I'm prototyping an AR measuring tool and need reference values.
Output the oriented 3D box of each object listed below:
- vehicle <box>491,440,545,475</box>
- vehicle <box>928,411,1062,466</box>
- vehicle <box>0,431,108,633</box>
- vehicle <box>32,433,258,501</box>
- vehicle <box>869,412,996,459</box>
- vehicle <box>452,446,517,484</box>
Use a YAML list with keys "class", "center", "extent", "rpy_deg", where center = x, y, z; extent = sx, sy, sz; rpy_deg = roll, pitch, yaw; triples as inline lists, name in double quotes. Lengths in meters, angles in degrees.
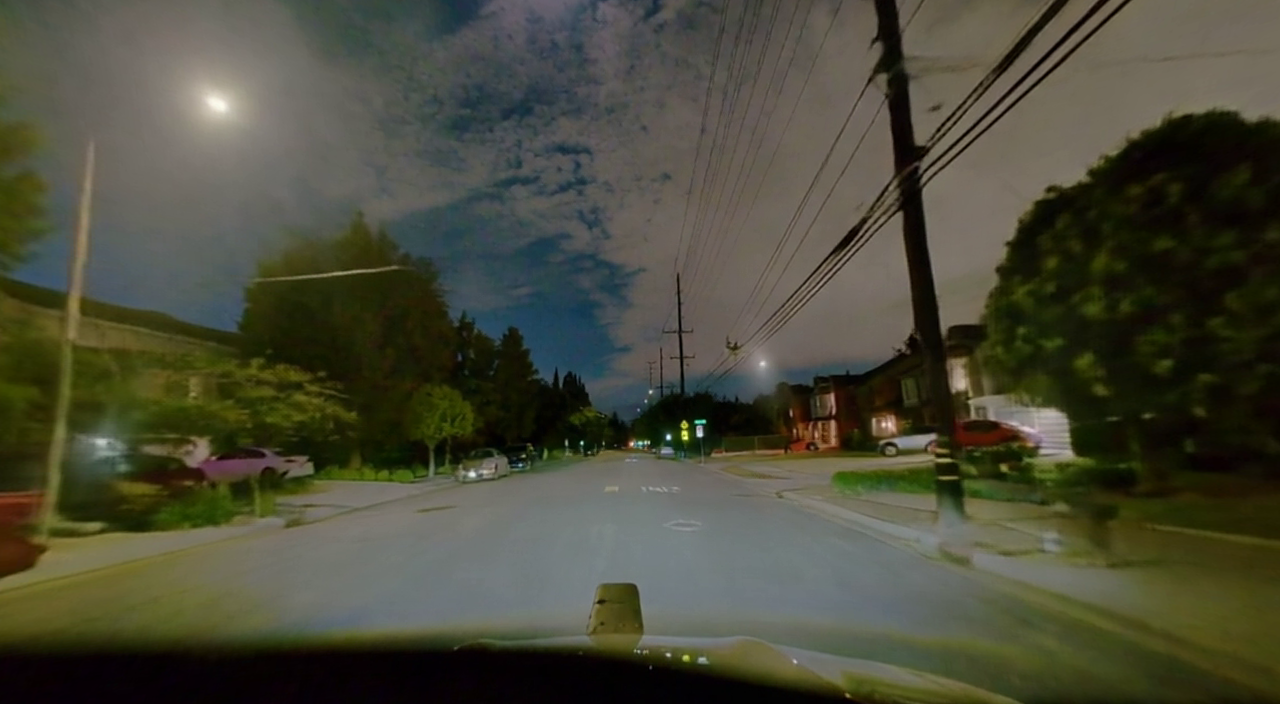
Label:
- class: "vehicle"
  center: [-7.090, 6.197, 37.207]
  extent: [2.135, 1.787, 4.452]
  rpy_deg: [-4, -9, 1]
- class: "vehicle"
  center: [13.535, 3.326, 24.208]
  extent: [4.145, 1.767, 1.880]
  rpy_deg: [-9, -10, 30]
- class: "vehicle"
  center: [-6.722, 1.384, 4.020]
  extent: [2.162, 1.757, 5.201]
  rpy_deg: [-2, -9, 0]
- class: "vehicle"
  center: [-14.295, 3.331, 18.566]
  extent: [4.543, 1.824, 2.379]
  rpy_deg: [0, -9, -3]
- class: "vehicle"
  center: [13.748, 3.963, 29.817]
  extent: [4.836, 1.789, 2.229]
  rpy_deg: [-11, -11, 39]
- class: "vehicle"
  center: [-7.107, 5.196, 29.287]
  extent: [2.041, 1.587, 3.920]
  rpy_deg: [-2, -9, 0]
